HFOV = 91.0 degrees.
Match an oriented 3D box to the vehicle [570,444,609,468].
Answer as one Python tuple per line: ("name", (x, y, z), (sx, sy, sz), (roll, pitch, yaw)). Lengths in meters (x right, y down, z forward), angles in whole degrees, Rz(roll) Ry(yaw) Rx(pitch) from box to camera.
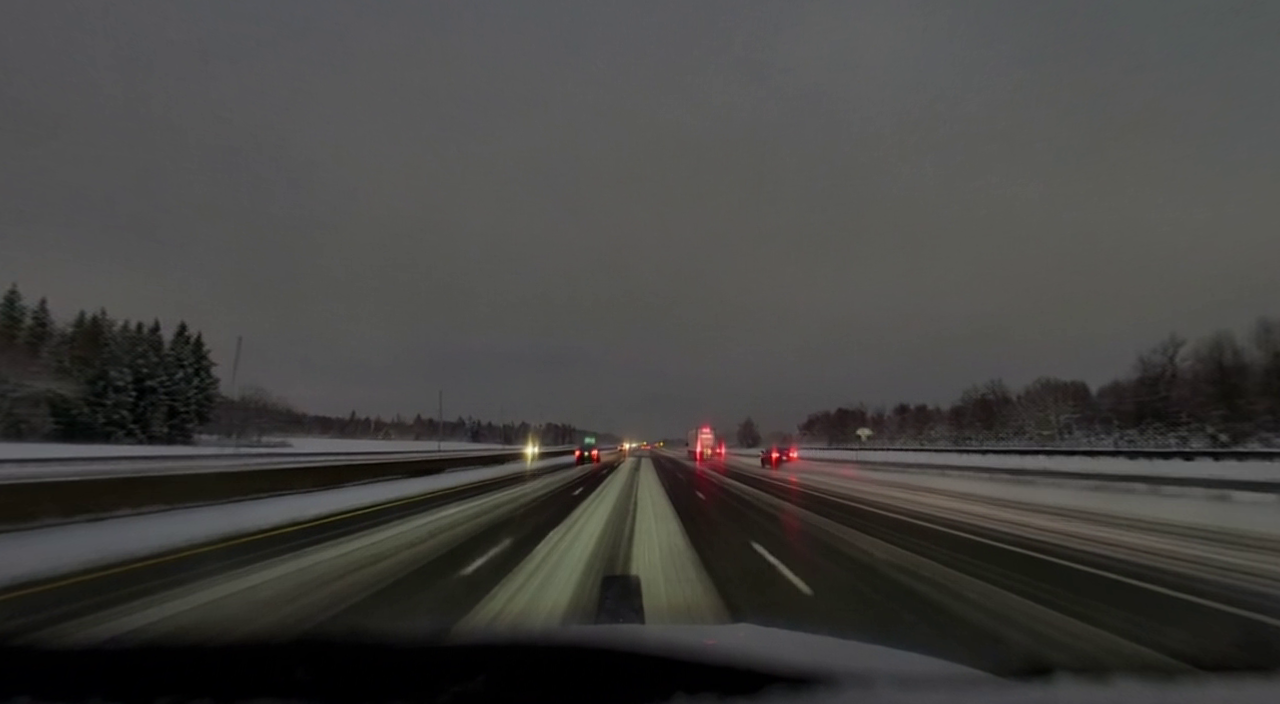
("vehicle", (-3.295, 6.907, 42.051), (2.164, 1.507, 4.748), (0, -9, 1))

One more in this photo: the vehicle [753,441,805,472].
("vehicle", (8.343, 6.316, 38.210), (2.188, 1.727, 4.381), (0, -9, 1))

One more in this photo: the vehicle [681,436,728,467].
("vehicle", (4.432, 7.009, 44.298), (2.770, 1.990, 5.755), (0, -9, 1))
